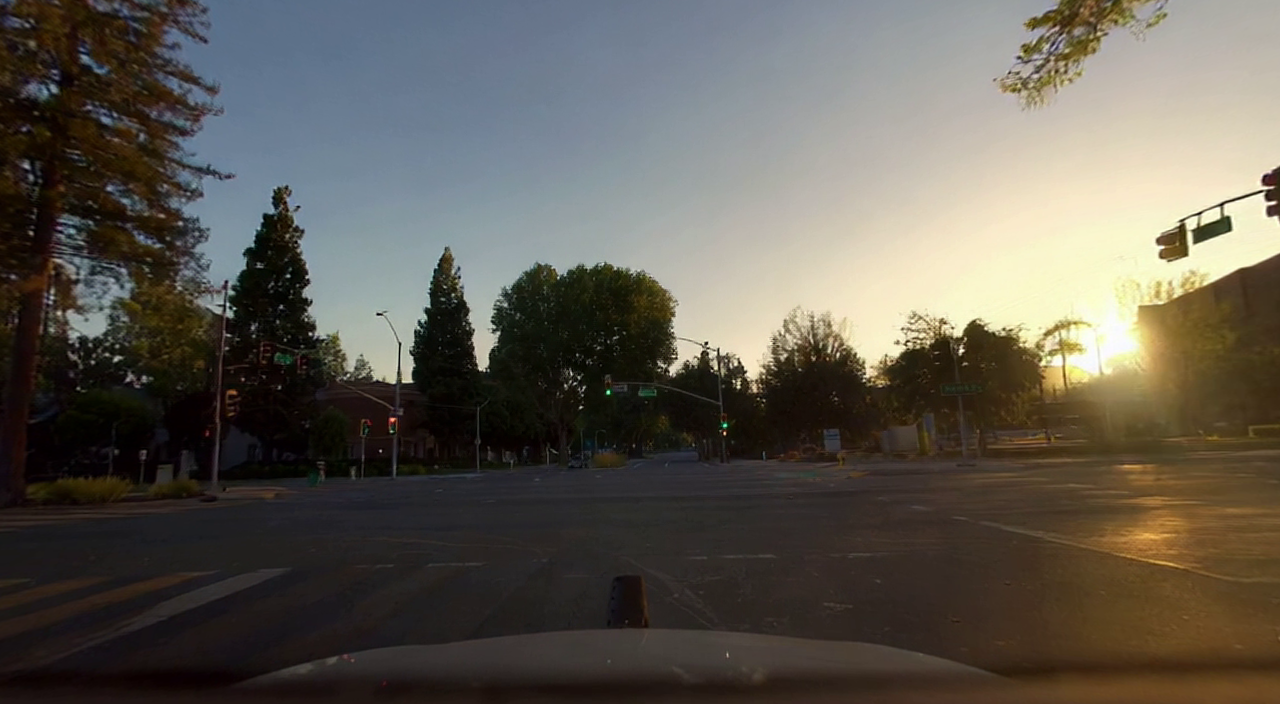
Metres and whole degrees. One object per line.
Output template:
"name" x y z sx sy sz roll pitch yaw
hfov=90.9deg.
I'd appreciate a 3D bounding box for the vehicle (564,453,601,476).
"vehicle" -4.485 8.844 49.820 2.030 1.704 4.205 -1 -8 7
